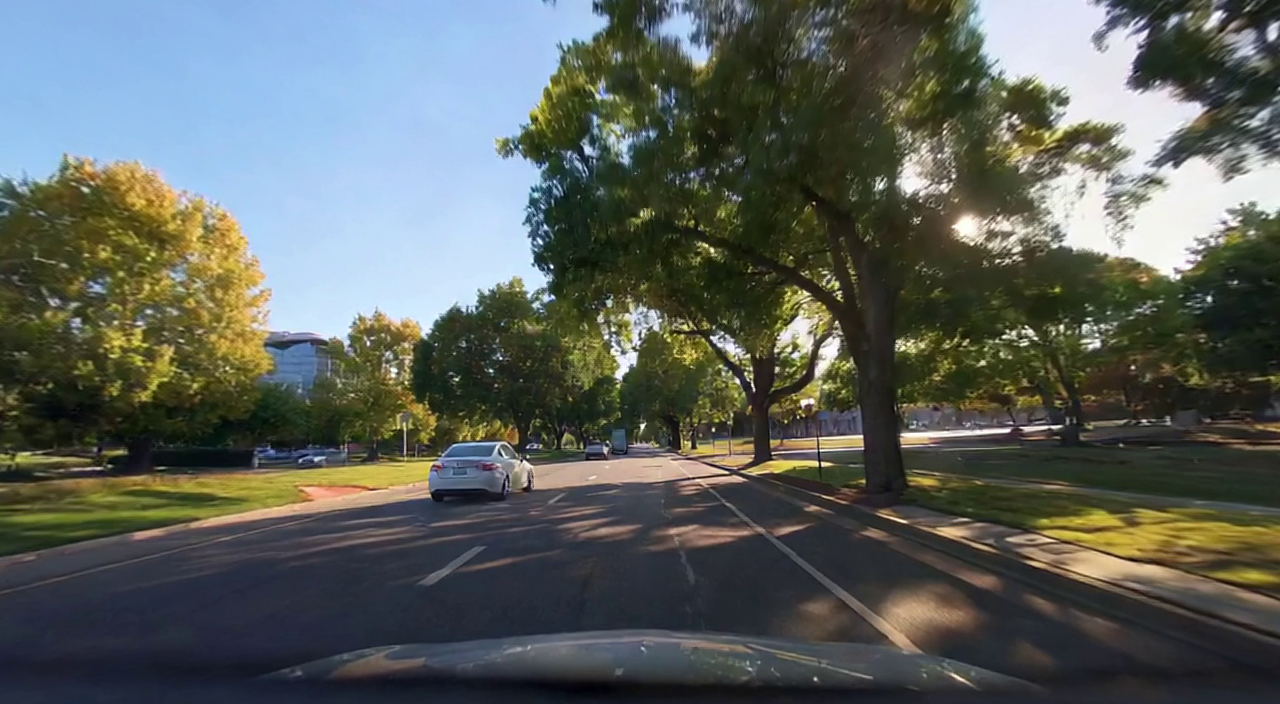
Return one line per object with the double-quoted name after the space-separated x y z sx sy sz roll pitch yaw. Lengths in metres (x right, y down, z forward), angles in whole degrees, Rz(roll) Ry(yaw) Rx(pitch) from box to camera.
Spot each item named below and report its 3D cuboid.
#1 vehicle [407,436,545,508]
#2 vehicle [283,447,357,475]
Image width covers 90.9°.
-3.741 2.819 15.331 2.033 1.454 4.512 0 -8 2 "vehicle"
-18.086 6.176 35.861 1.839 1.458 4.402 0 -8 0 "vehicle"
